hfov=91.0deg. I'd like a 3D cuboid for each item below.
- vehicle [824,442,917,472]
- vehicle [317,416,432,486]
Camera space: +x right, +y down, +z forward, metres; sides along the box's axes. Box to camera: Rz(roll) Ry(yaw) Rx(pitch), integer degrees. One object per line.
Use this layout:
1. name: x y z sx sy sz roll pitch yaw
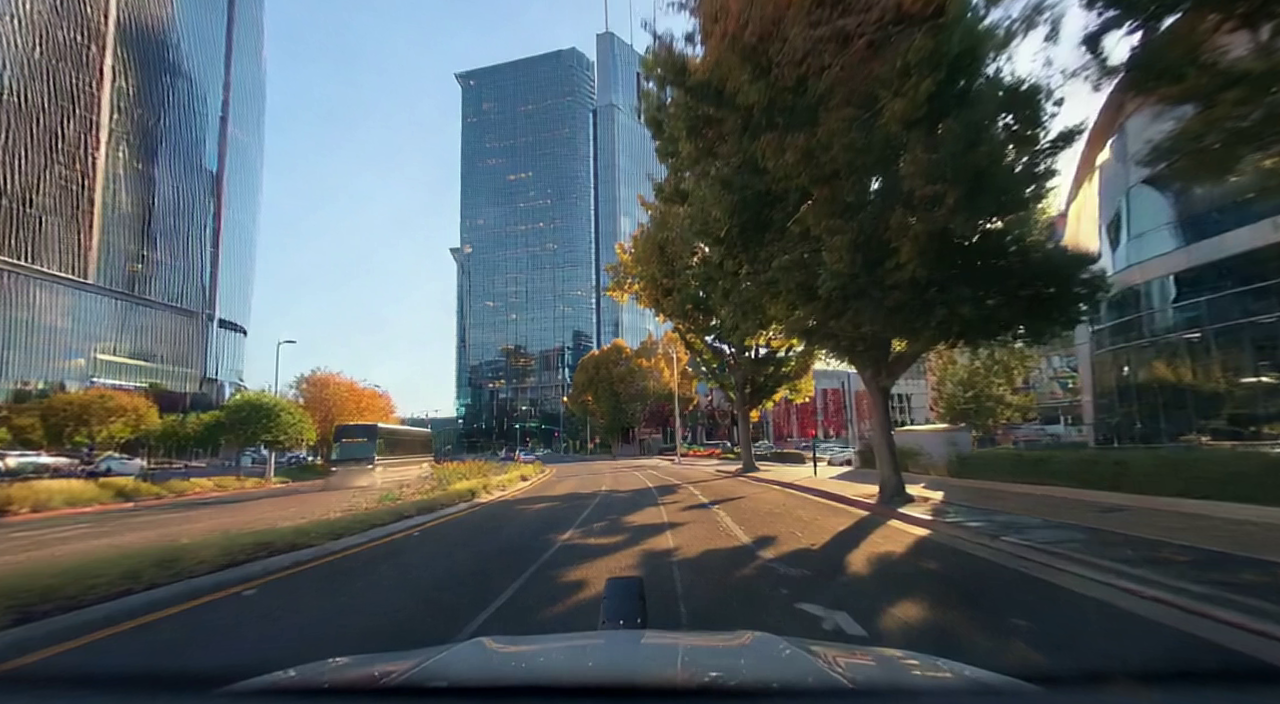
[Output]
1. vehicle: 13.665 6.243 37.556 4.728 1.696 1.973 0 -8 3
2. vehicle: -15.689 6.012 38.411 3.052 3.601 10.794 1 -9 -5
